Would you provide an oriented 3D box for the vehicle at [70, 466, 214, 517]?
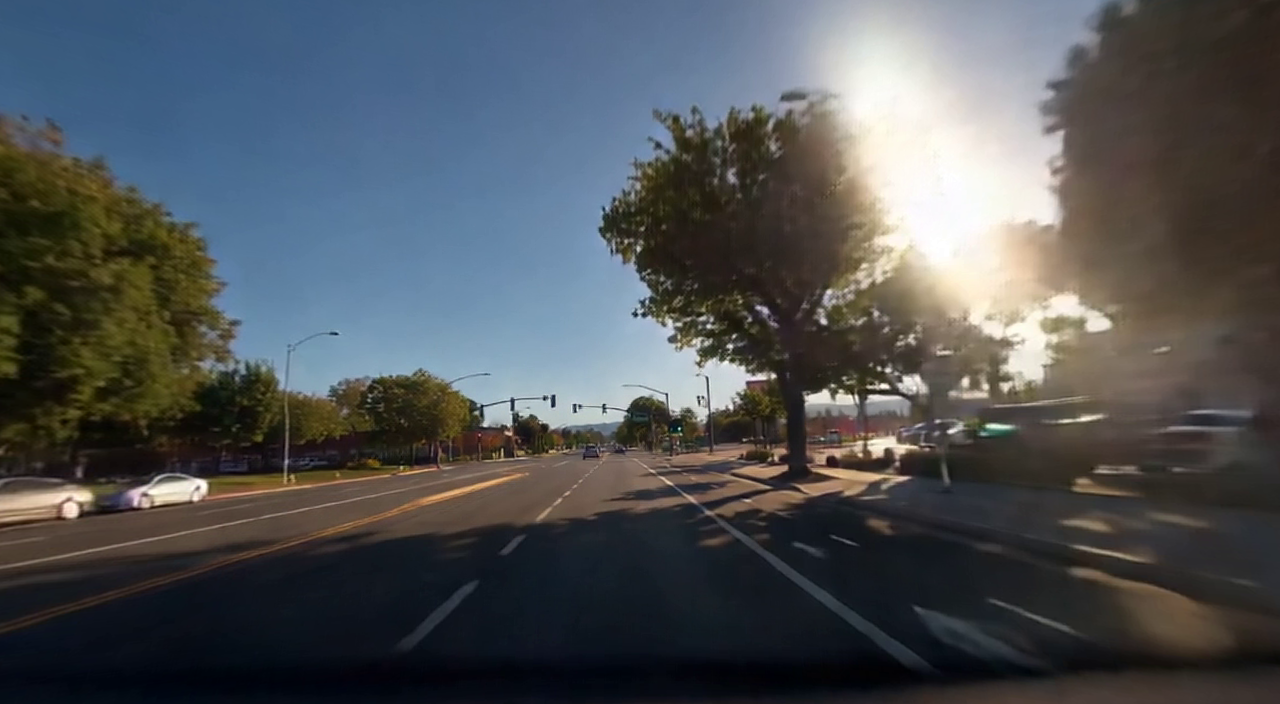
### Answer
[{"bbox_3d":[-18.178,5.068,23.314,1.869,1.541,4.354,0,-9,-2],"label":"vehicle"}]
